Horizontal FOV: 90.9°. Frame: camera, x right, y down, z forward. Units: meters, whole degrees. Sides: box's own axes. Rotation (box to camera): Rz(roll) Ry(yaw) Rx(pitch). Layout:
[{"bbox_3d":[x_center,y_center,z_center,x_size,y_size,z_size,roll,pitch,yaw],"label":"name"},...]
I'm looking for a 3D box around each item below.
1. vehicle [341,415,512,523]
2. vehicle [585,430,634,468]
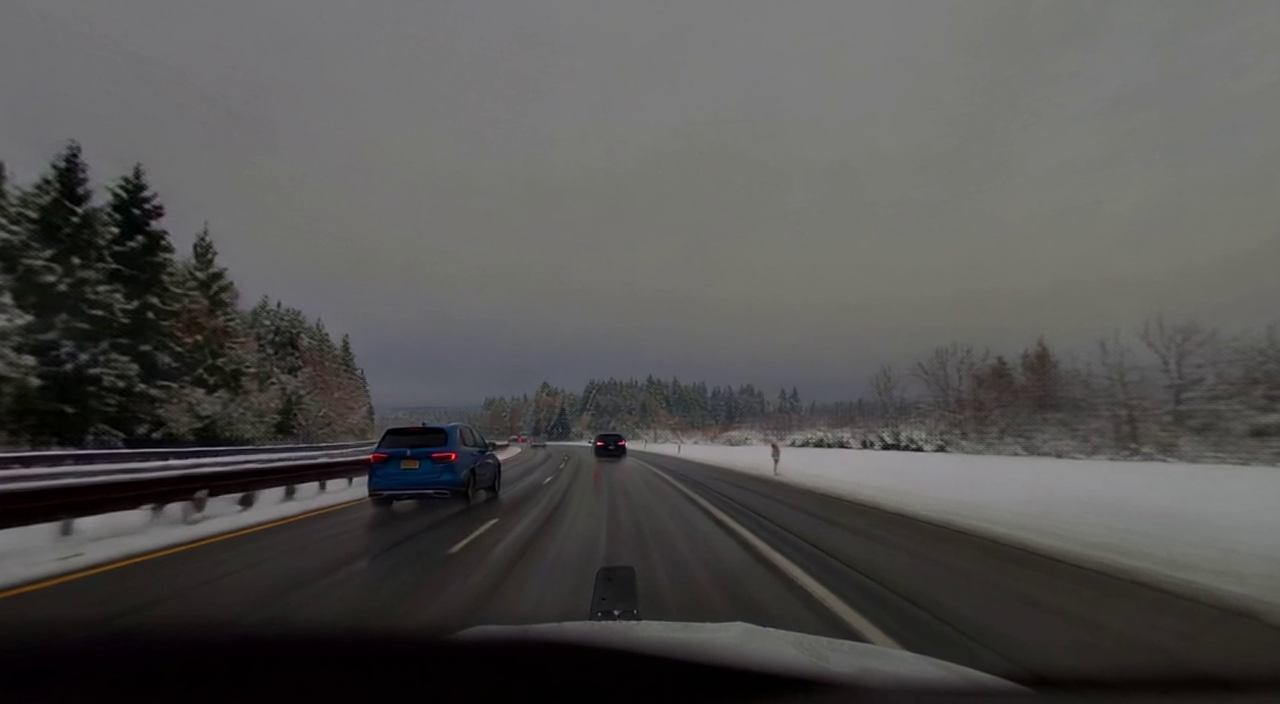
[{"bbox_3d":[-4.162,2.339,13.290,2.053,1.847,4.760,0,-8,-2],"label":"vehicle"},{"bbox_3d":[-1.688,5.092,33.377,2.452,1.857,4.022,1,-8,-5],"label":"vehicle"}]
